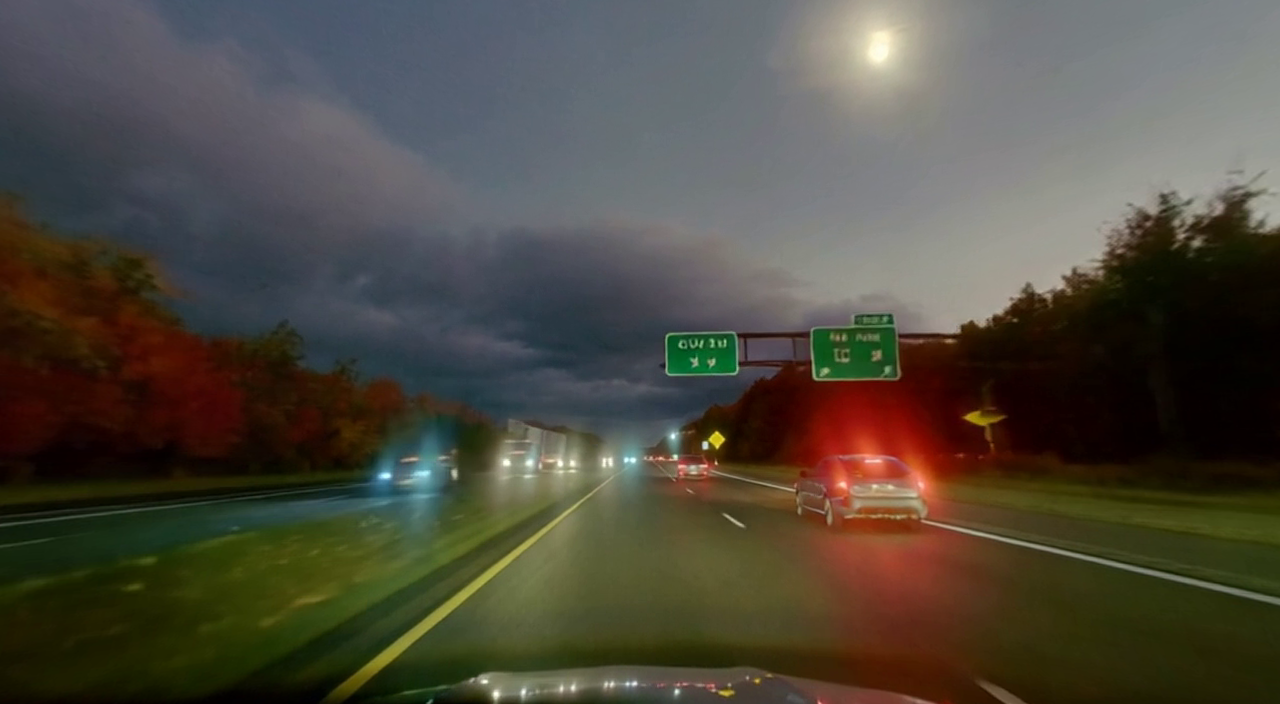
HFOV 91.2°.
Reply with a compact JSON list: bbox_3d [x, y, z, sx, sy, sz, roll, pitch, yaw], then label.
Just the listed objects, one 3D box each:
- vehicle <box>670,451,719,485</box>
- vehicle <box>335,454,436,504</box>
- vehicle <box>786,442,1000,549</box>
[{"bbox_3d":[2.664,5.794,31.623,2.070,1.546,4.648,0,-9,1],"label":"vehicle"},{"bbox_3d":[-8.879,4.433,22.249,1.888,1.527,3.957,0,-9,0],"label":"vehicle"},{"bbox_3d":[4.271,2.471,11.496,2.119,1.557,4.163,0,-9,-1],"label":"vehicle"}]
